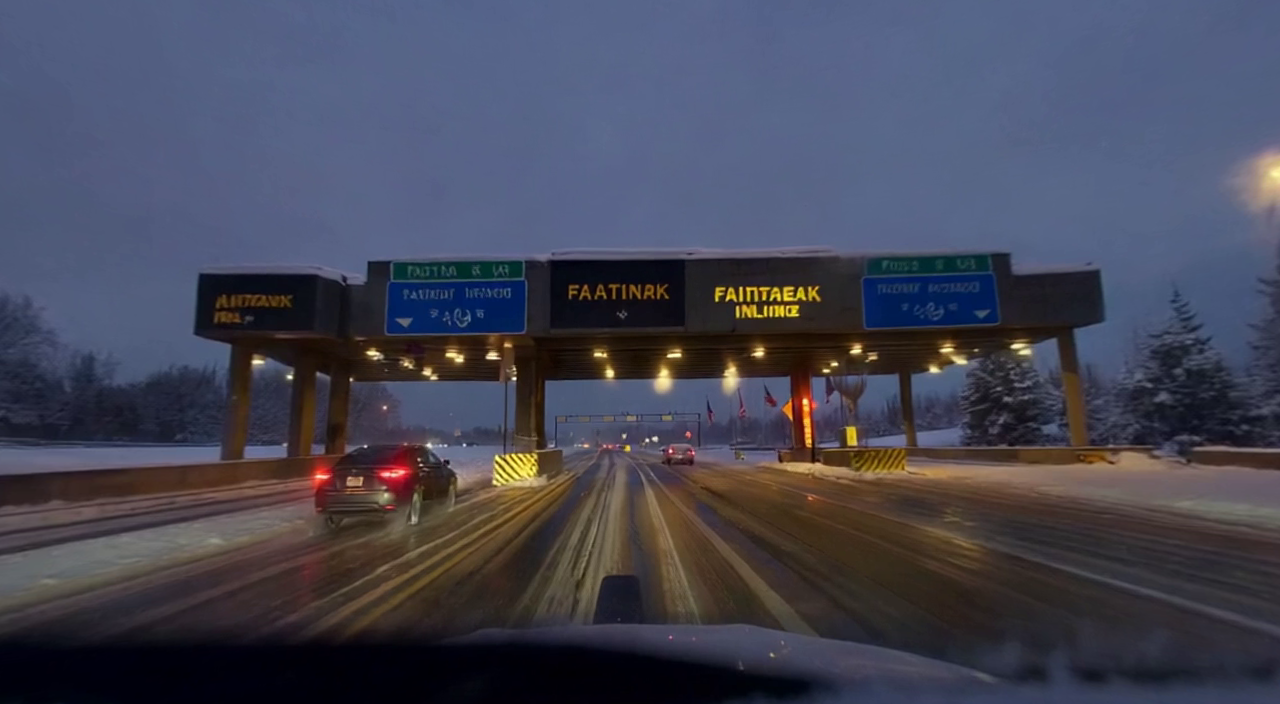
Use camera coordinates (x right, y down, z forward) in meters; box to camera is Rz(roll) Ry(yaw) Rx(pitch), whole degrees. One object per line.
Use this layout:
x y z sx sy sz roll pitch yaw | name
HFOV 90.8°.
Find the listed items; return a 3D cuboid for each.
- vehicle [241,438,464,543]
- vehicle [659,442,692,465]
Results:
-4.733 2.309 11.270 1.981 1.465 4.334 0 -8 -1 | vehicle
2.664 7.721 48.423 2.072 1.639 4.919 0 -8 -2 | vehicle
